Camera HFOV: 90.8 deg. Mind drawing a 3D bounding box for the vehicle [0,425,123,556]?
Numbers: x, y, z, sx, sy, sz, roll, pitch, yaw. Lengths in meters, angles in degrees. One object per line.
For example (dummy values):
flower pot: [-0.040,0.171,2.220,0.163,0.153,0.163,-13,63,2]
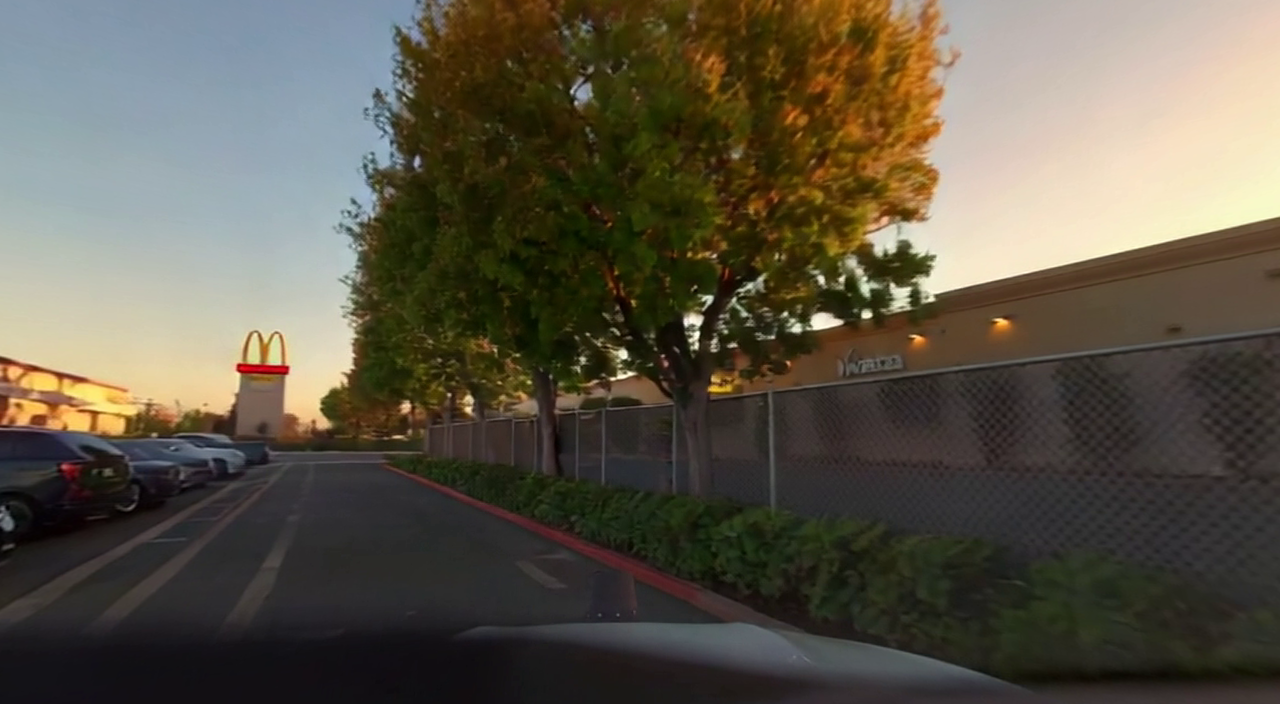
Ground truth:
vehicle: [-10.297,1.897,8.786,4.304,1.718,1.936,4,-9,-23]
